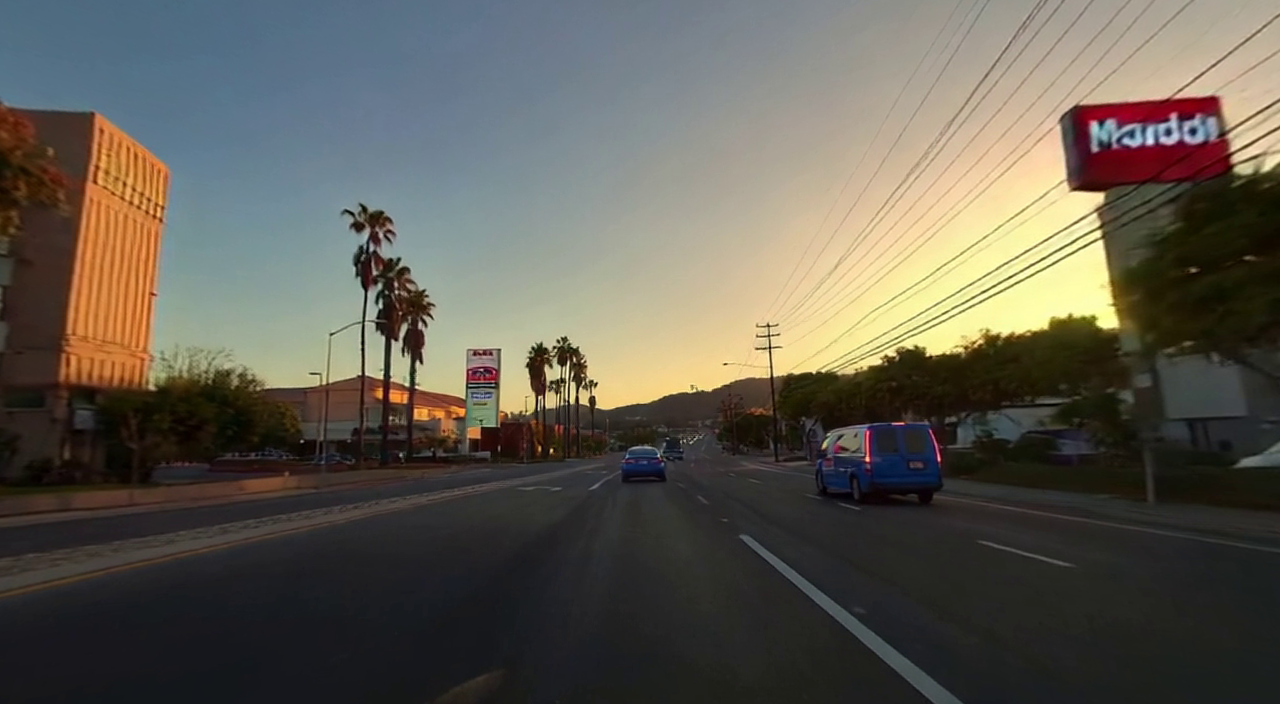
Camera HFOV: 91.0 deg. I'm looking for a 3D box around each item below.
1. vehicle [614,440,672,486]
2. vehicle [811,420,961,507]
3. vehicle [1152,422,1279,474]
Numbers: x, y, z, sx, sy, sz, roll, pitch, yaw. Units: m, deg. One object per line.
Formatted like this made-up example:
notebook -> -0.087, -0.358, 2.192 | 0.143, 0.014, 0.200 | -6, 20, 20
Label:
vehicle -> 0.159, 4.404, 25.236 | 2.138, 1.672, 4.168 | 0, -9, 1
vehicle -> 6.131, 2.838, 16.409 | 2.107, 1.928, 4.471 | 0, -9, 0
vehicle -> 20.232, 3.180, 20.832 | 4.608, 1.624, 2.063 | 0, -9, 3
